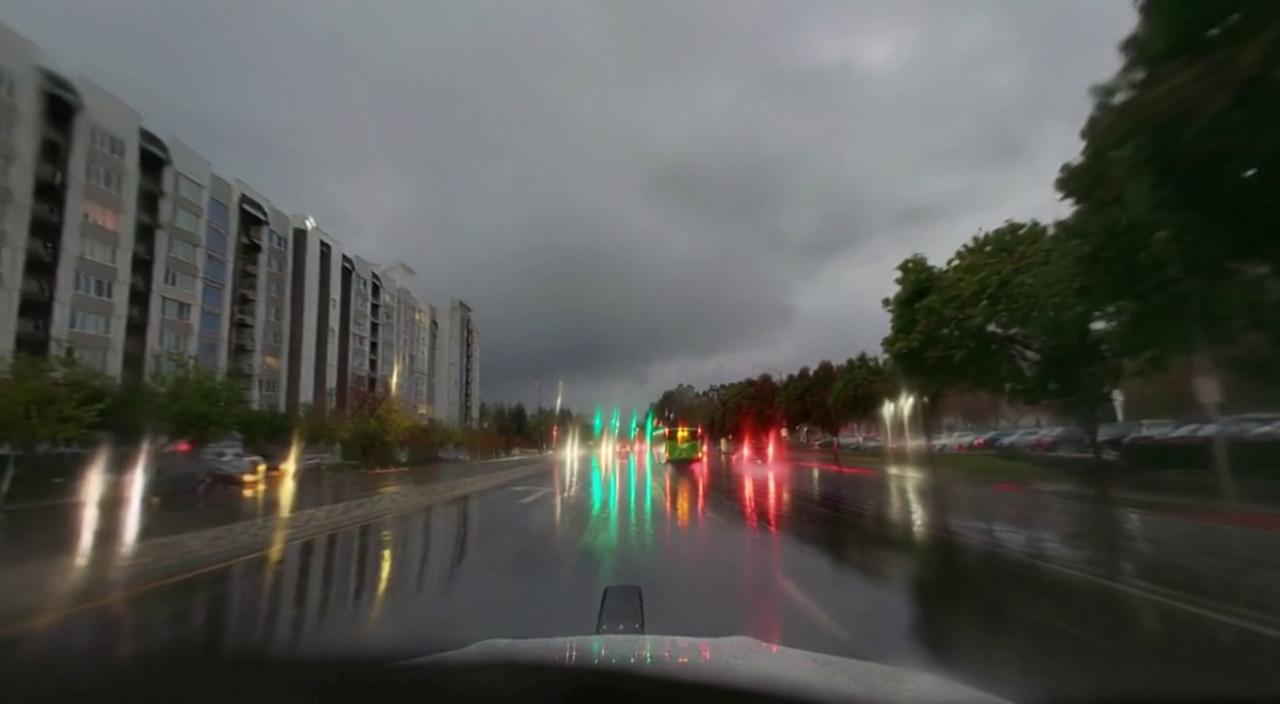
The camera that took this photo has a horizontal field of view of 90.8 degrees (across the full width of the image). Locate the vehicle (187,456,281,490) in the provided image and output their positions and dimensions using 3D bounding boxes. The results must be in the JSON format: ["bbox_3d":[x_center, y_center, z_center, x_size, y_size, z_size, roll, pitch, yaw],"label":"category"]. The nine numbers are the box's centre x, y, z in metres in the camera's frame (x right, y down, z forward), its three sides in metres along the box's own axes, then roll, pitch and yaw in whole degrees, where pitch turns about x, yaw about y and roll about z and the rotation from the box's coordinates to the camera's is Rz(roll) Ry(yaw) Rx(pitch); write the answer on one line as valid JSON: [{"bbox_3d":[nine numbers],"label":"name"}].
[{"bbox_3d":[-18.946,5.619,29.729,1.685,1.426,4.247,1,-9,-2],"label":"vehicle"}]

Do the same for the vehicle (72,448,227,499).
[{"bbox_3d":[-18.662,4.608,24.428,2.047,1.756,4.844,0,-9,0],"label":"vehicle"}]

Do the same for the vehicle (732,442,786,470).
[{"bbox_3d":[6.464,5.721,34.839,1.992,1.447,4.414,1,-9,-2],"label":"vehicle"}]

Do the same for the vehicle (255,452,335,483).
[{"bbox_3d":[-18.783,6.288,34.696,1.861,1.499,4.605,0,-9,-1],"label":"vehicle"}]
